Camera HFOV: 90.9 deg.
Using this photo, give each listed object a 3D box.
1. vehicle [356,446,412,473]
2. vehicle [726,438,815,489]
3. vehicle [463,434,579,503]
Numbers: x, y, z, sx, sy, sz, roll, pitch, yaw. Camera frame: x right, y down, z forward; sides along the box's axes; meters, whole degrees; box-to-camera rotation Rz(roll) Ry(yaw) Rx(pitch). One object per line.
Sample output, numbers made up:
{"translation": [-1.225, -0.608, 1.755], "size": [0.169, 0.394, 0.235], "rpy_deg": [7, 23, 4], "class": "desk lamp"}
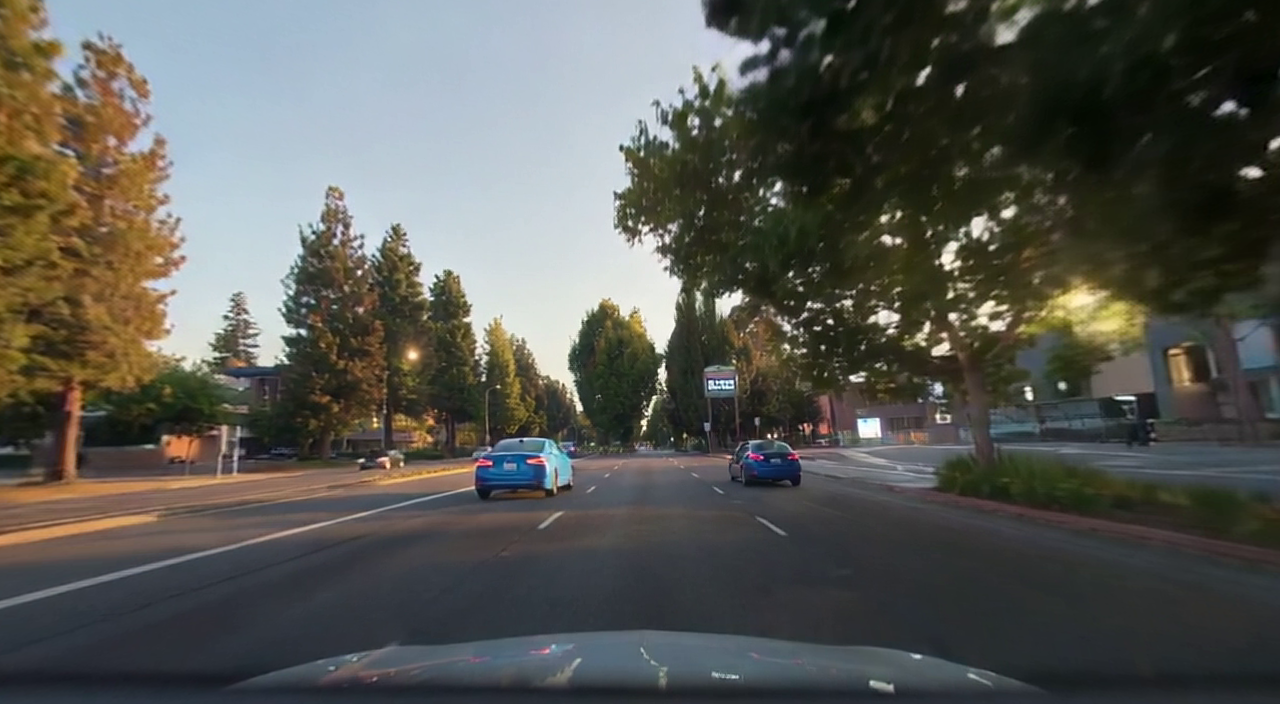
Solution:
{"translation": [-15.694, 6.569, 38.848], "size": [1.778, 1.549, 3.914], "rpy_deg": [0, -8, 1], "class": "vehicle"}
{"translation": [4.170, 3.621, 20.916], "size": [1.977, 1.474, 4.399], "rpy_deg": [0, -8, -1], "class": "vehicle"}
{"translation": [-2.839, 2.878, 16.050], "size": [2.001, 1.504, 4.212], "rpy_deg": [0, -8, 2], "class": "vehicle"}
